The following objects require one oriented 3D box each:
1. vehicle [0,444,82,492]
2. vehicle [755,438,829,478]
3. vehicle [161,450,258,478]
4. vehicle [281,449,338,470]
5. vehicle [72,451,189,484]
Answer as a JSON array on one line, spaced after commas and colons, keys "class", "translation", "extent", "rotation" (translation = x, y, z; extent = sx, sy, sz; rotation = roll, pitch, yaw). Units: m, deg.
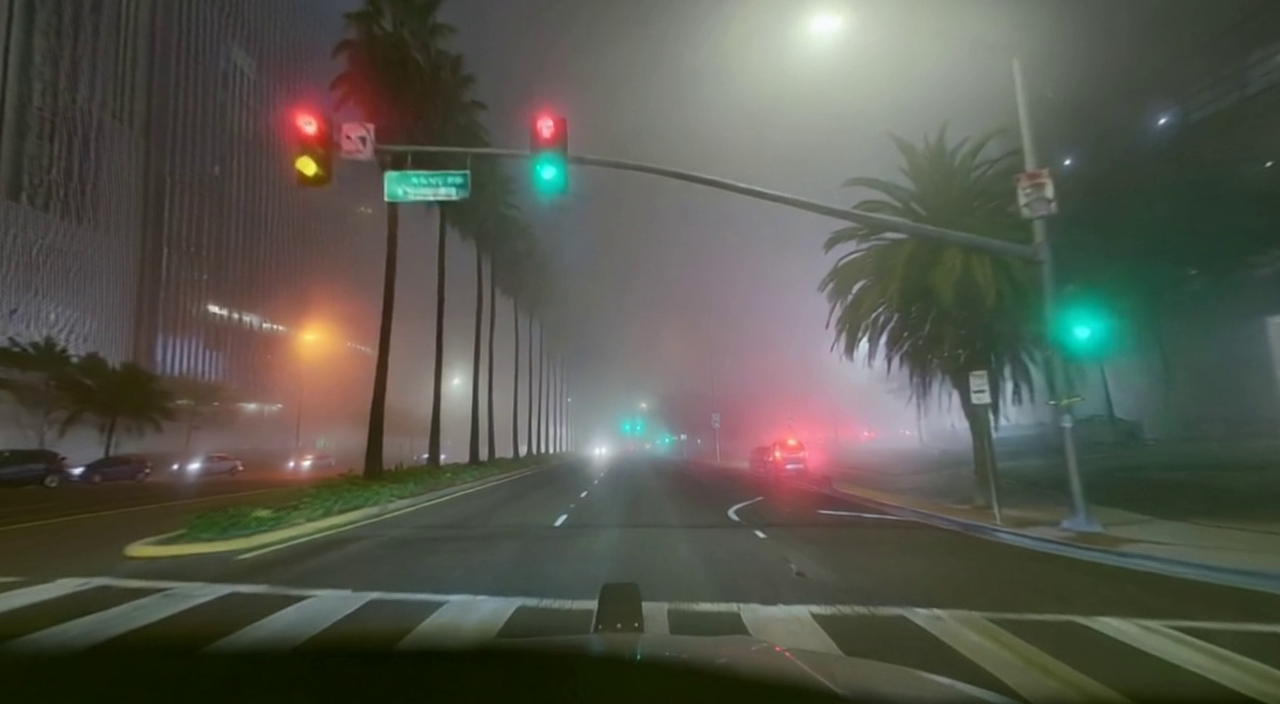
[{"class": "vehicle", "translation": [-24.370, 4.403, 24.158], "extent": [1.891, 1.737, 4.597], "rotation": [0, -9, -2]}, {"class": "vehicle", "translation": [7.051, 4.988, 29.859], "extent": [2.225, 1.727, 4.418], "rotation": [0, -9, -2]}, {"class": "vehicle", "translation": [-24.359, 6.329, 36.017], "extent": [1.905, 1.496, 4.960], "rotation": [0, -9, 1]}, {"class": "vehicle", "translation": [-24.482, 7.964, 46.961], "extent": [1.801, 1.444, 4.640], "rotation": [0, -9, -2]}, {"class": "vehicle", "translation": [-24.268, 5.480, 30.344], "extent": [1.792, 1.461, 4.569], "rotation": [0, -9, 1]}]
